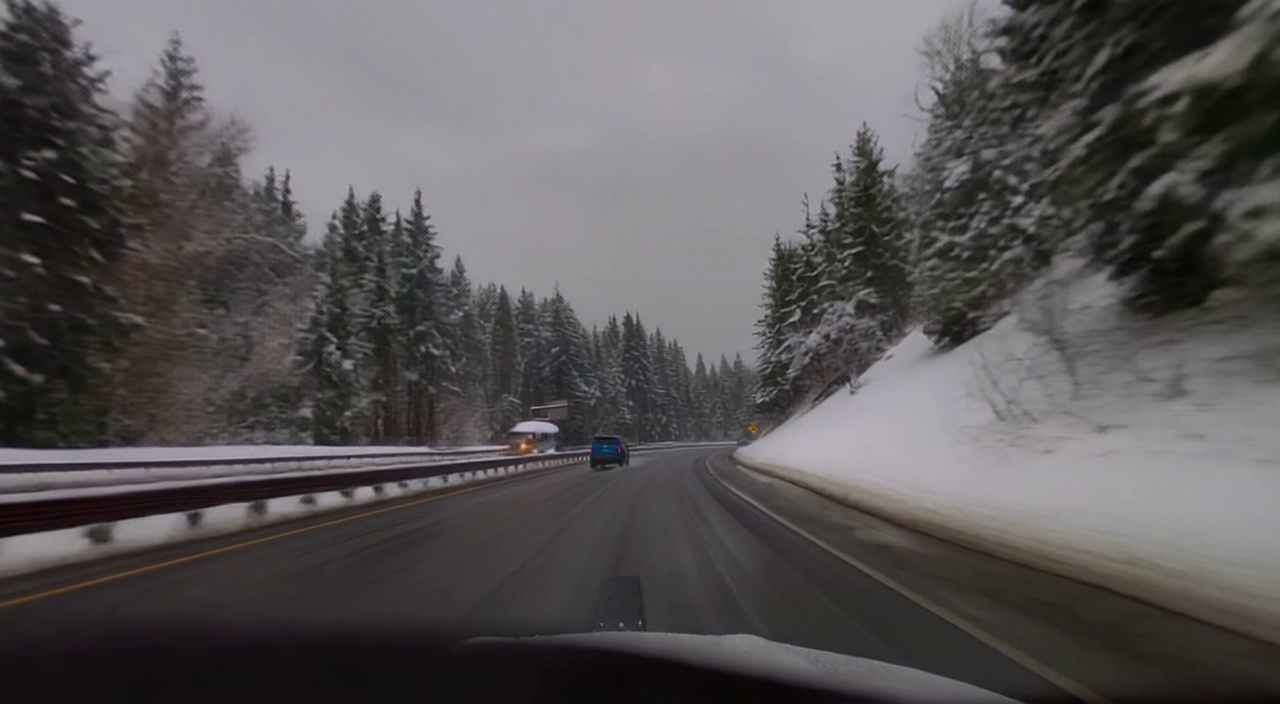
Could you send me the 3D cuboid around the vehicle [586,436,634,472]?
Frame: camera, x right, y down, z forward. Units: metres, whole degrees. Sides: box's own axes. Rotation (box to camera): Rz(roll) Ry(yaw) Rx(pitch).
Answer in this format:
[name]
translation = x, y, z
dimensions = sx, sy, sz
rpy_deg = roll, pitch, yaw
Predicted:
[vehicle]
translation = -1.526, 5.439, 33.886
dimensions = 2.005, 1.752, 4.479
rpy_deg = -1, -8, 5
